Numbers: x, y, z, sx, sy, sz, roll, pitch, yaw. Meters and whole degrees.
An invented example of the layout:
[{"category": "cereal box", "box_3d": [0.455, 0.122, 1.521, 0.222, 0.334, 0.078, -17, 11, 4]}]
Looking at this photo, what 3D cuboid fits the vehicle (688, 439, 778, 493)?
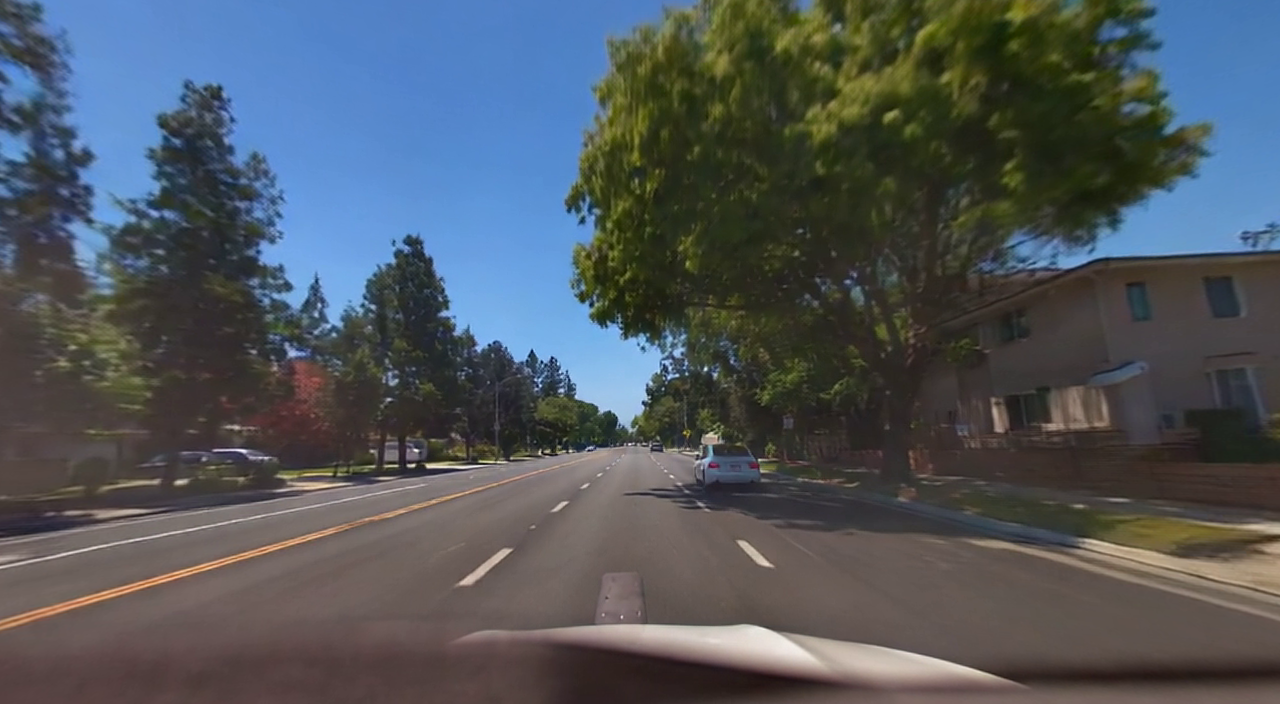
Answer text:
[{"category": "vehicle", "box_3d": [2.775, 3.509, 19.824, 2.057, 1.493, 4.225, 0, -8, -2]}]
